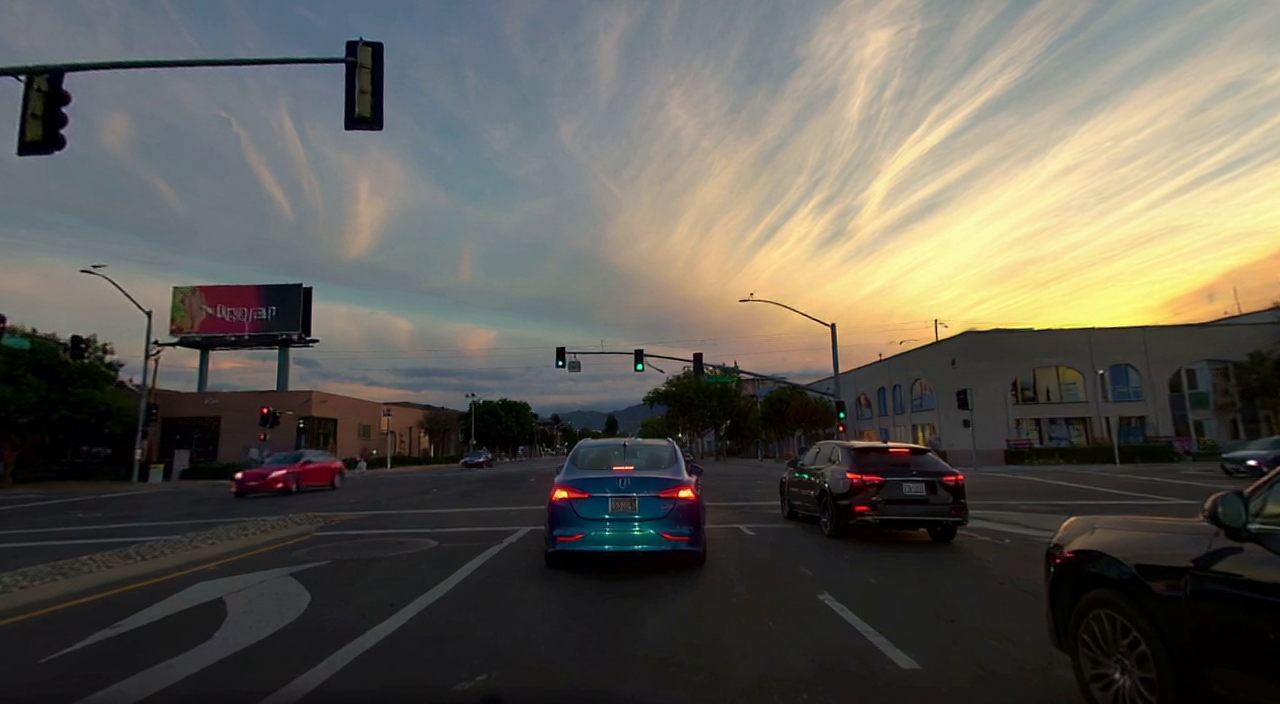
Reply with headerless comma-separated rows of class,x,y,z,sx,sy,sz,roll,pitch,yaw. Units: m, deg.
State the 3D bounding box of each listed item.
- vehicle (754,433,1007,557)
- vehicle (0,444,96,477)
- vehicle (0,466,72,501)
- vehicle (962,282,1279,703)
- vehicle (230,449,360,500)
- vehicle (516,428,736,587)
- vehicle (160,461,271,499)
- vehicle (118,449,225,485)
vehicle,3.212,1.999,9.627,2.009,1.414,4.416,0,-8,-2
vehicle,-35.841,6.410,37.606,2.145,1.797,5.198,-1,-9,1
vehicle,-28.022,6.067,29.440,1.972,1.433,4.324,8,-12,-39
vehicle,3.003,0.631,1.605,2.047,1.785,4.357,0,-8,0
vehicle,-11.640,4.136,21.743,1.887,1.516,4.524,0,-8,0
vehicle,-0.150,1.778,8.052,2.095,1.502,3.873,0,-8,0
vehicle,-19.098,5.754,28.697,1.942,1.453,4.448,0,-9,0
vehicle,-27.508,6.744,37.349,2.300,1.932,5.056,-1,-8,2
